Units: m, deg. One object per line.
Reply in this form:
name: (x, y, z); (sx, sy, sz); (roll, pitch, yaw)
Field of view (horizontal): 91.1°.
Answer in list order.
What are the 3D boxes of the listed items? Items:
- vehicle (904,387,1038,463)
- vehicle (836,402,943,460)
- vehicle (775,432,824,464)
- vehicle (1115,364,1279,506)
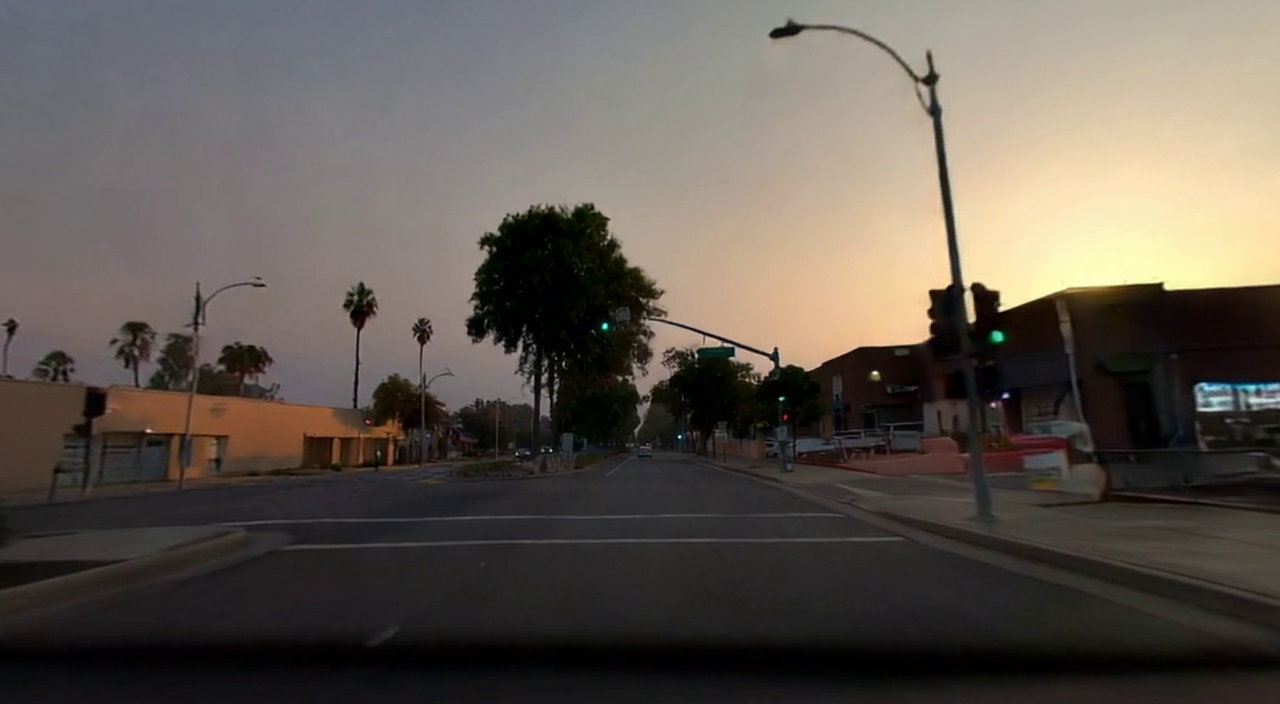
vehicle: (15.885, 3.716, 31.001); (3.161, 3.209, 7.934); (-1, -8, 8)
vehicle: (16.161, 5.362, 41.758); (2.814, 3.328, 10.467); (0, -8, 0)
vehicle: (9.825, 5.986, 38.922); (1.655, 1.820, 3.969); (0, -10, -5)
vehicle: (11.117, 1.464, 10.769); (4.422, 2.157, 1.906); (2, -9, -4)
